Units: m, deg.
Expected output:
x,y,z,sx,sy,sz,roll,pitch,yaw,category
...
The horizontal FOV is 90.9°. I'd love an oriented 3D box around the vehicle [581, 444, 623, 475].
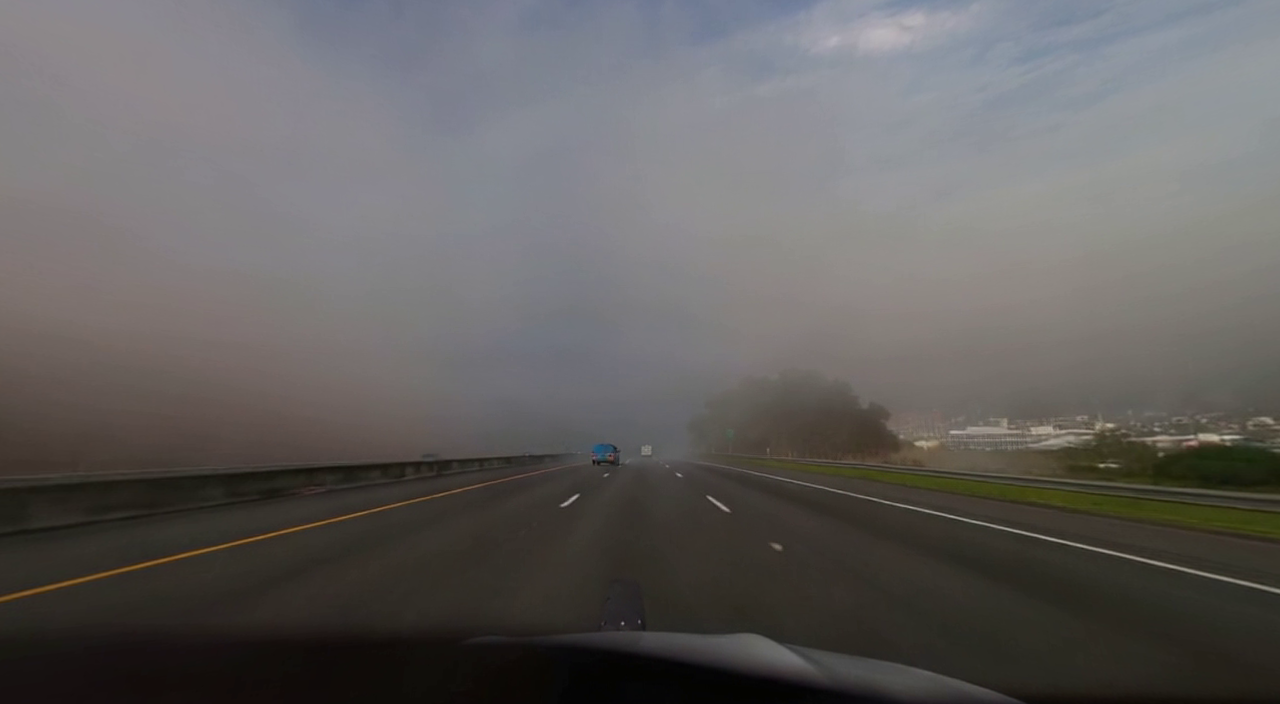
x,y,z,sx,sy,sz,roll,pitch,yaw,category
-2.052,5.943,34.943,1.965,1.556,3.971,-1,-9,2,vehicle
